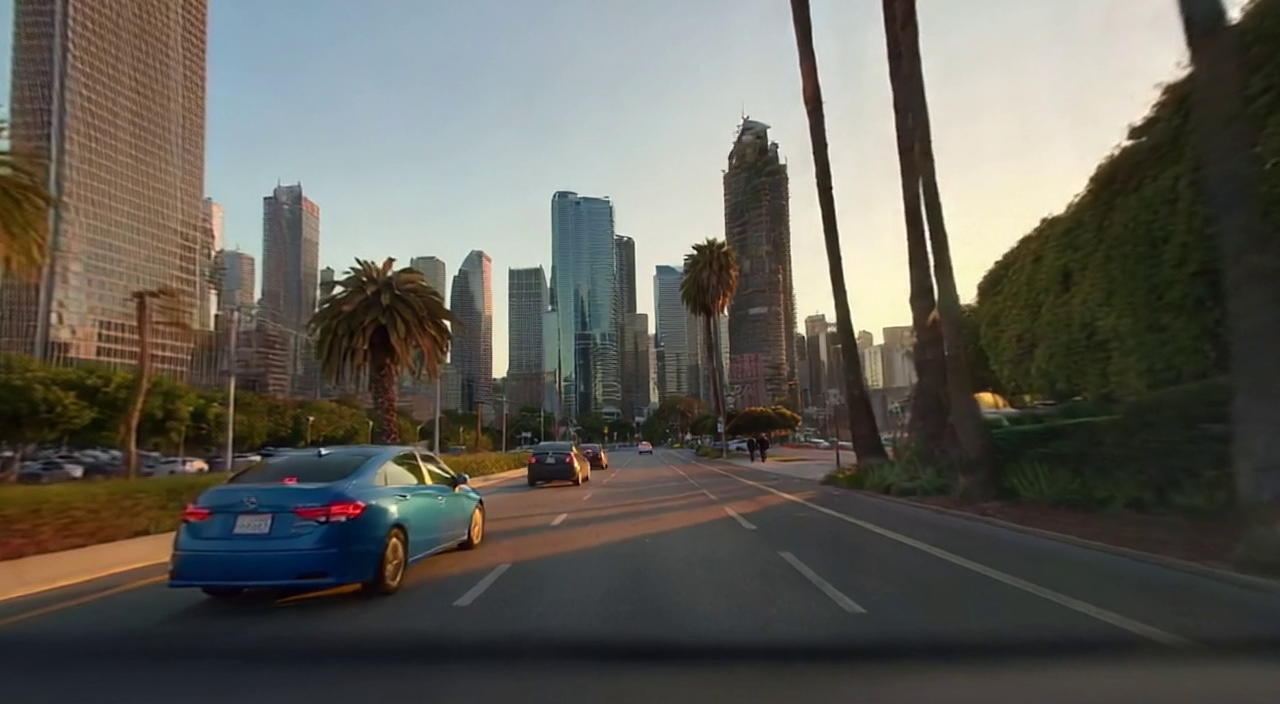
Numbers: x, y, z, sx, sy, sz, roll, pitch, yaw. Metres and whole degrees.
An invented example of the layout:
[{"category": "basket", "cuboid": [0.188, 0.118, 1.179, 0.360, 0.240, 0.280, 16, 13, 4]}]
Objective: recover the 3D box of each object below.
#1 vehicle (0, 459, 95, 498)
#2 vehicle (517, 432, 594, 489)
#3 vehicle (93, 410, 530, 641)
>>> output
[{"category": "vehicle", "cuboid": [-29.797, 6.144, 30.969, 1.914, 1.657, 4.646, 0, -9, 0]}, {"category": "vehicle", "cuboid": [-2.702, 3.604, 21.228, 1.894, 1.702, 3.999, 0, -9, 2]}, {"category": "vehicle", "cuboid": [-2.624, 1.506, 6.542, 2.071, 1.544, 4.383, 0, -9, 1]}]
